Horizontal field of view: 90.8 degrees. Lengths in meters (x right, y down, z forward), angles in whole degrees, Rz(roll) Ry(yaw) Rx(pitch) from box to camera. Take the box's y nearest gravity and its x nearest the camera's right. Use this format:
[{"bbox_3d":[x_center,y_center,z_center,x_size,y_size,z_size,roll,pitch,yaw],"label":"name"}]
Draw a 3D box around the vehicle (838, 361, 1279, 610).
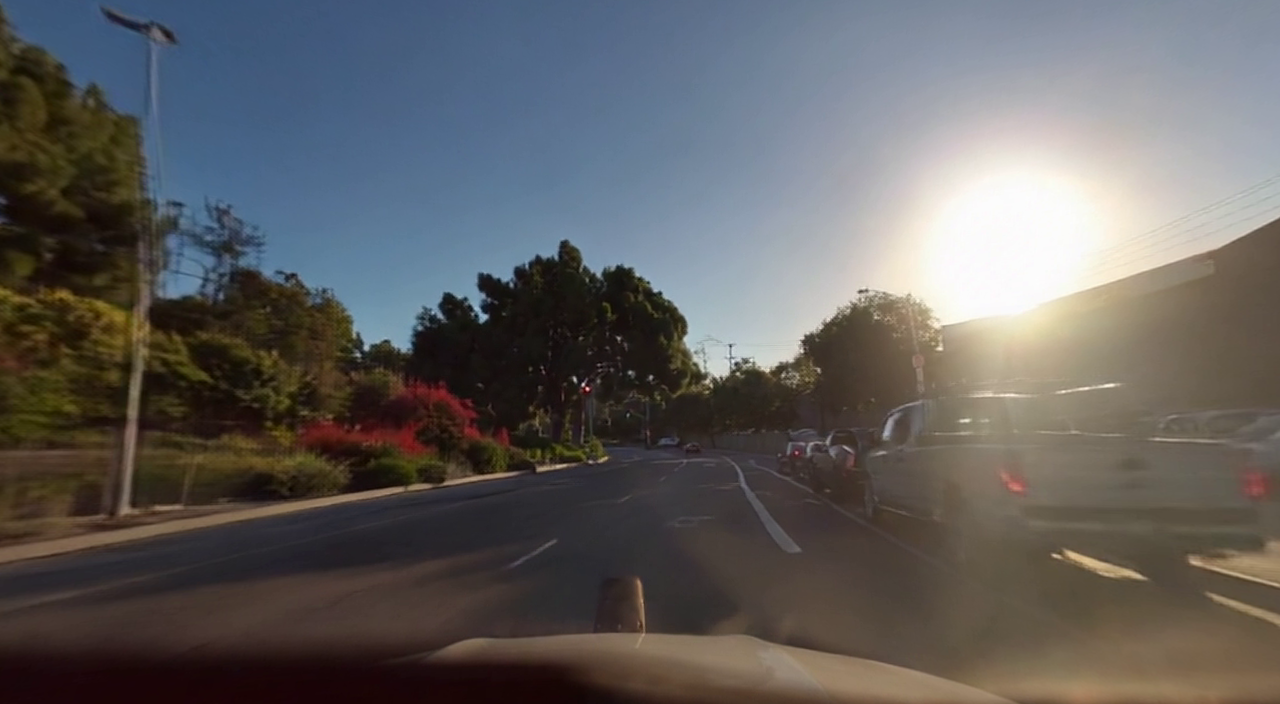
[{"bbox_3d":[4.499,1.536,8.389,2.291,1.981,6.444,-1,-8,6],"label":"vehicle"}]
